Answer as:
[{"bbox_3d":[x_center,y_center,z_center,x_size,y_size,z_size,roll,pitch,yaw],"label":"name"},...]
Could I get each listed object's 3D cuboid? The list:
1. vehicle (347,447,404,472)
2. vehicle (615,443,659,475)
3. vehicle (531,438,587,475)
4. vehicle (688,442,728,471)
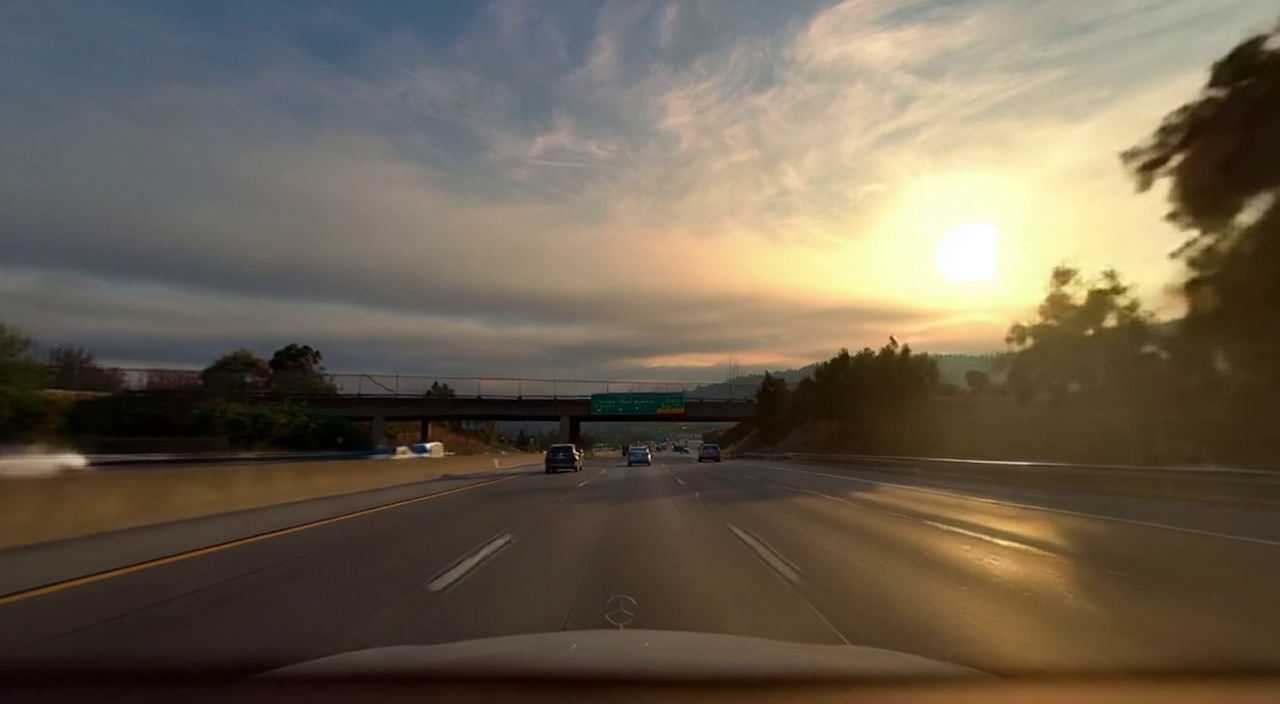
[{"bbox_3d":[-16.447,6.680,39.493,1.841,1.476,3.867,0,-9,0],"label":"vehicle"},{"bbox_3d":[-0.127,5.419,32.256,2.075,1.486,4.007,0,-9,0],"label":"vehicle"},{"bbox_3d":[-4.031,5.286,32.182,2.113,1.756,4.471,0,-9,2],"label":"vehicle"},{"bbox_3d":[4.029,6.226,37.954,1.936,1.625,3.991,0,-9,0],"label":"vehicle"}]
